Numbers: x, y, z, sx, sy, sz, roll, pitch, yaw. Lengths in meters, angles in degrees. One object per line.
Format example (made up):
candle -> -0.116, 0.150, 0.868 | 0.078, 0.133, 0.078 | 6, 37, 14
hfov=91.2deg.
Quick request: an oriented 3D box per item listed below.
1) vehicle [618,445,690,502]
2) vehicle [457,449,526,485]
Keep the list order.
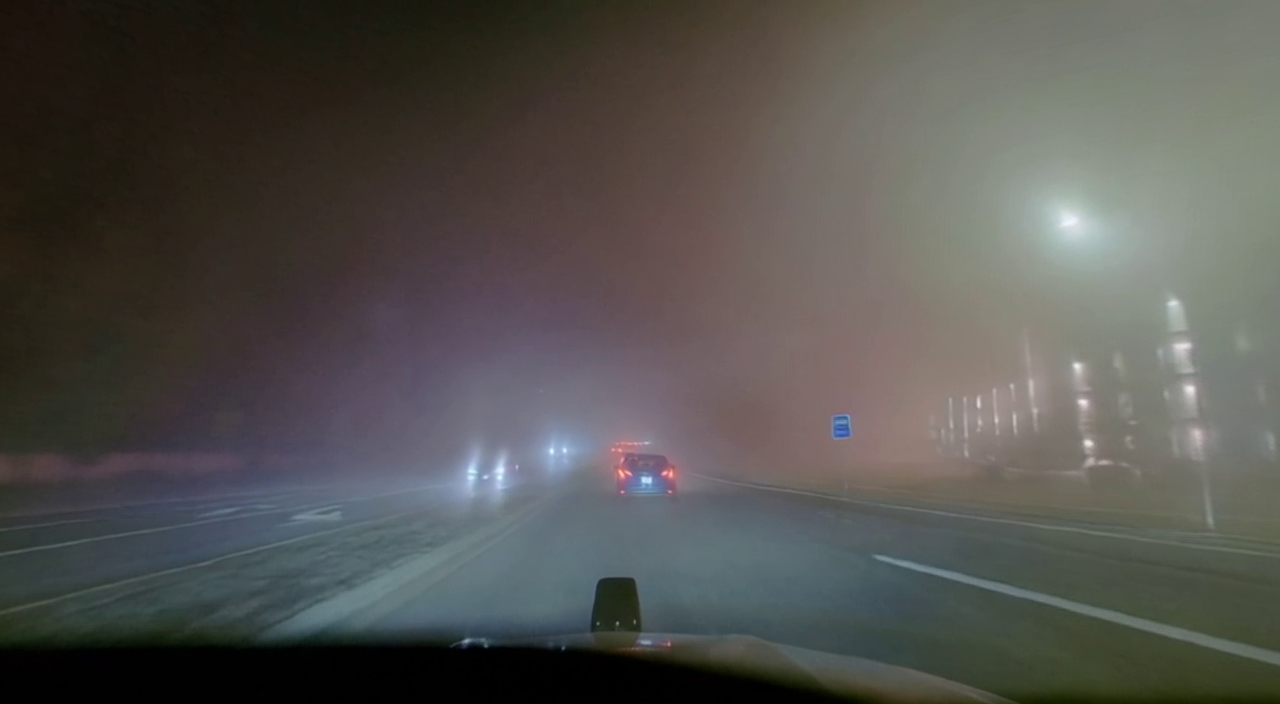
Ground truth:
vehicle -> 0.334, 3.654, 19.304 | 2.014, 1.525, 3.670 | 0, -8, -2
vehicle -> -6.814, 5.301, 29.206 | 2.018, 1.498, 4.168 | -1, -8, 3
